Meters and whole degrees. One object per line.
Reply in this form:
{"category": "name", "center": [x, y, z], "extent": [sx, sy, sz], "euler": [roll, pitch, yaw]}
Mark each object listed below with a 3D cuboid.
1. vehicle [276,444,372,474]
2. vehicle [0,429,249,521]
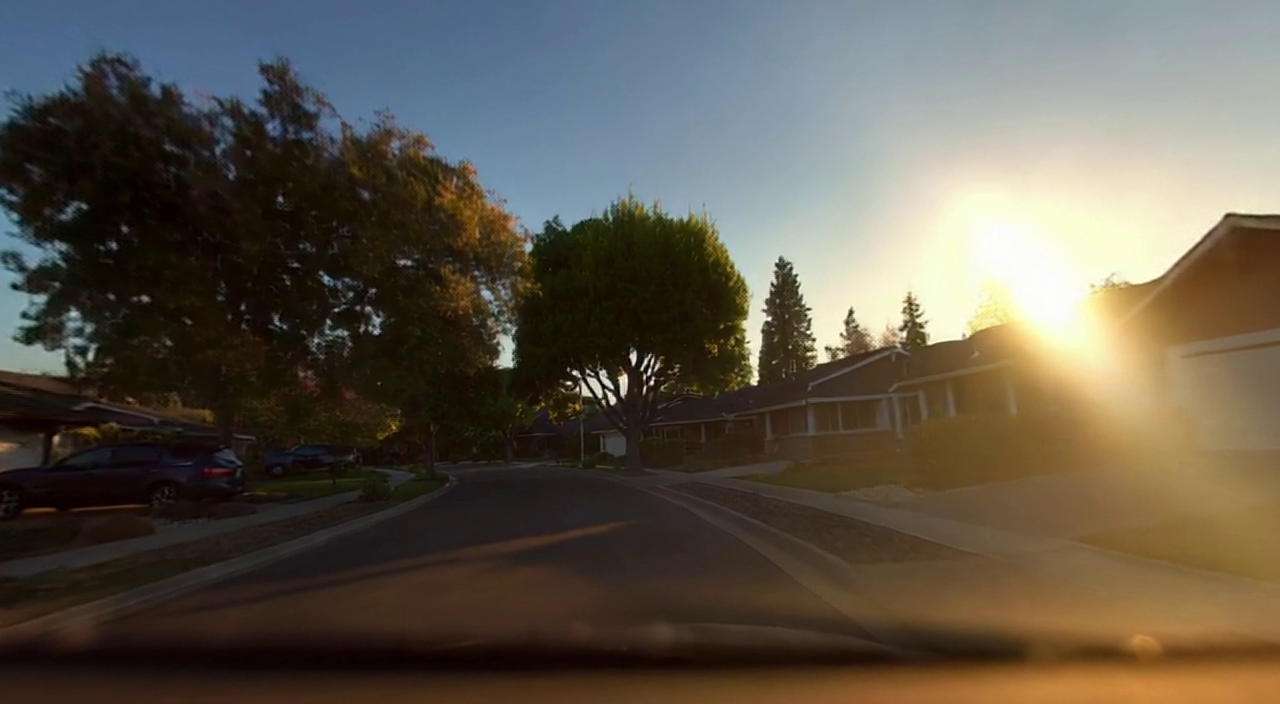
{"category": "vehicle", "center": [-17.868, 6.060, 35.846], "extent": [4.471, 1.638, 1.877], "euler": [2, -9, -14]}
{"category": "vehicle", "center": [-12.019, 2.723, 14.308], "extent": [4.961, 1.757, 1.971], "euler": [1, -9, -19]}
